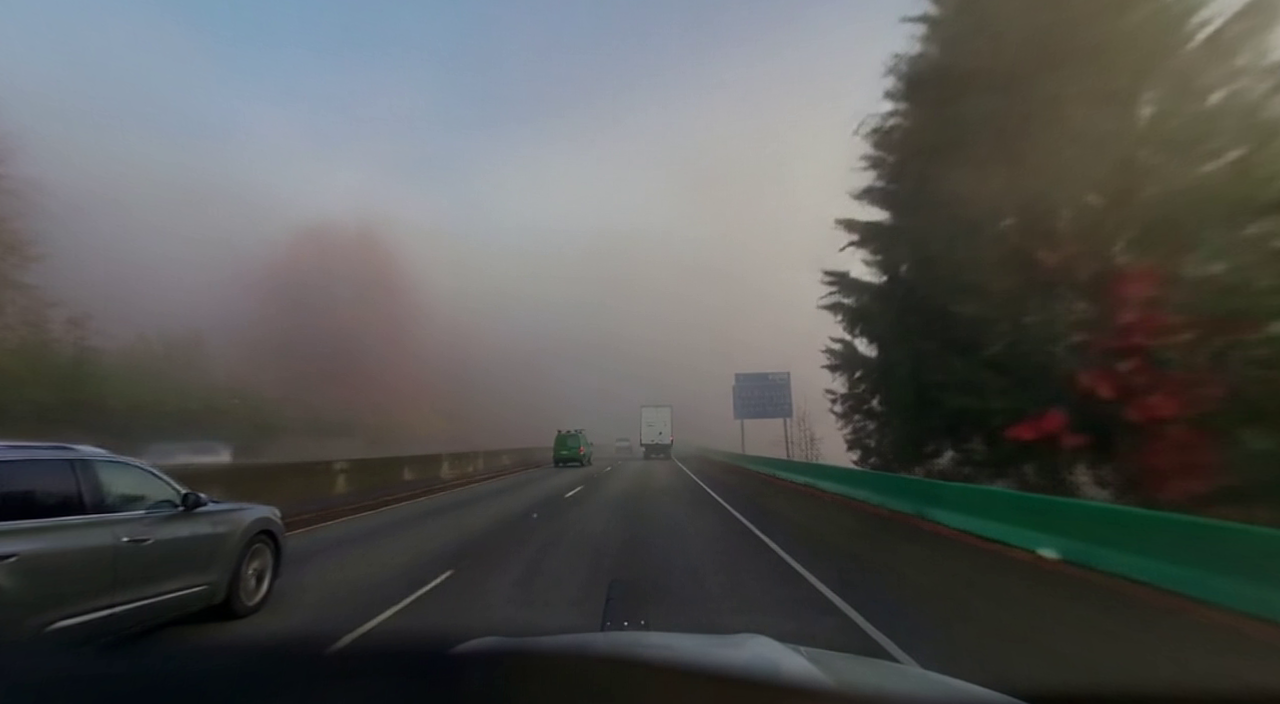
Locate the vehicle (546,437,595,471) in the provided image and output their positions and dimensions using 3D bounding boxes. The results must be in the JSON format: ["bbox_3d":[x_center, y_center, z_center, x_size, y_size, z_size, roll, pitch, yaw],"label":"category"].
[{"bbox_3d":[-3.321,4.957,30.900,1.927,1.556,3.921,0,-8,1],"label":"vehicle"}]

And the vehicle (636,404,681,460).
[{"bbox_3d":[1.309,6.014,46.771,2.933,3.701,10.425,0,-8,1],"label":"vehicle"}]

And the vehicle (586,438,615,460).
[{"bbox_3d":[-2.976,7.424,48.427,1.962,1.575,4.158,0,-8,0],"label":"vehicle"}]
